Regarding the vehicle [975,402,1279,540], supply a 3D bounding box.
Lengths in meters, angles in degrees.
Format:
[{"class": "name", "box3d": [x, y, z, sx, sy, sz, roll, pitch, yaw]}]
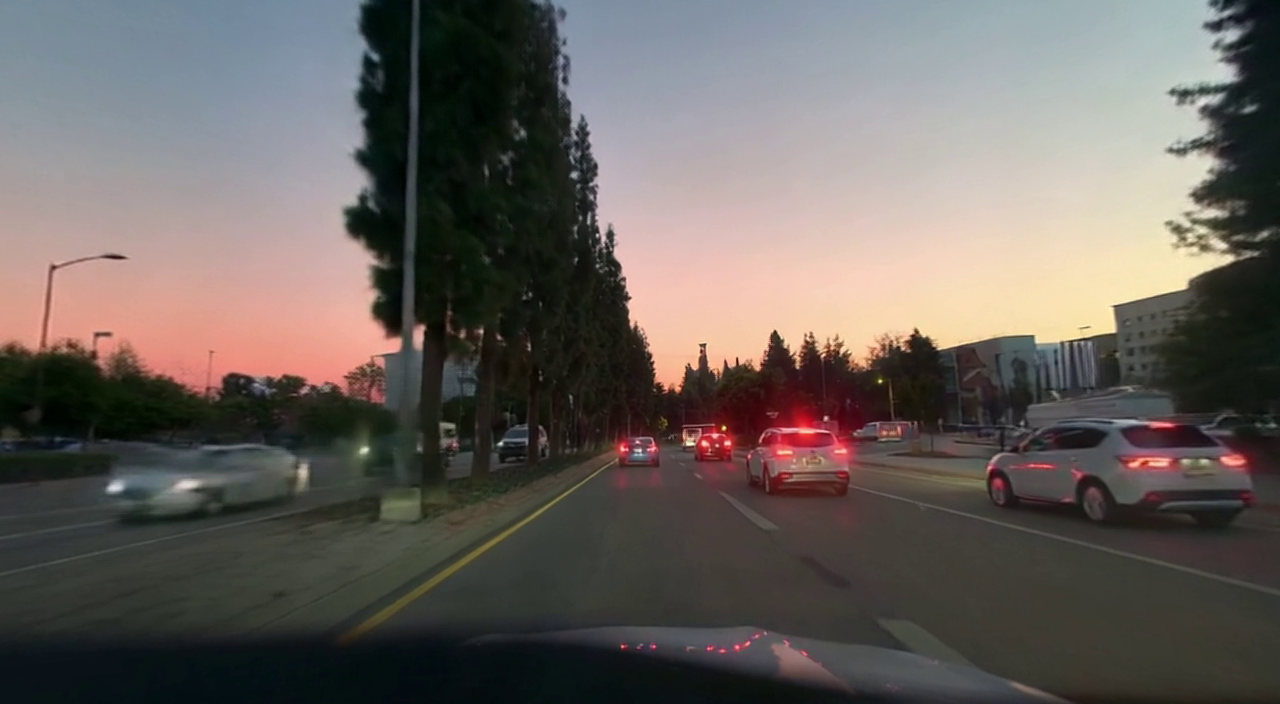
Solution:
[{"class": "vehicle", "box3d": [7.619, 1.815, 10.110, 2.008, 1.714, 4.407, 0, -9, 1]}]

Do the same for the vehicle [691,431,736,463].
[{"class": "vehicle", "box3d": [4.093, 5.384, 35.717, 1.982, 1.709, 4.427, 0, -8, 0]}]

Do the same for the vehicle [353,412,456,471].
[{"class": "vehicle", "box3d": [-11.025, 4.306, 30.046, 2.585, 2.507, 5.743, 0, -9, 1]}]

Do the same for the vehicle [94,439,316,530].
[{"class": "vehicle", "box3d": [-7.982, 2.418, 11.999, 1.617, 1.448, 3.609, 0, -9, 0]}]

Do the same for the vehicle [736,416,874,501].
[{"class": "vehicle", "box3d": [3.709, 2.499, 15.024, 2.130, 1.718, 4.310, 0, -8, 0]}]

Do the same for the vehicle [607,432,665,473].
[{"class": "vehicle", "box3d": [-0.129, 4.004, 25.095, 2.111, 1.506, 4.018, 0, -8, 1]}]

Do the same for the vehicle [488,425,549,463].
[{"class": "vehicle", "box3d": [-7.475, 5.757, 39.195, 2.469, 2.200, 5.517, 0, -9, 3]}]
